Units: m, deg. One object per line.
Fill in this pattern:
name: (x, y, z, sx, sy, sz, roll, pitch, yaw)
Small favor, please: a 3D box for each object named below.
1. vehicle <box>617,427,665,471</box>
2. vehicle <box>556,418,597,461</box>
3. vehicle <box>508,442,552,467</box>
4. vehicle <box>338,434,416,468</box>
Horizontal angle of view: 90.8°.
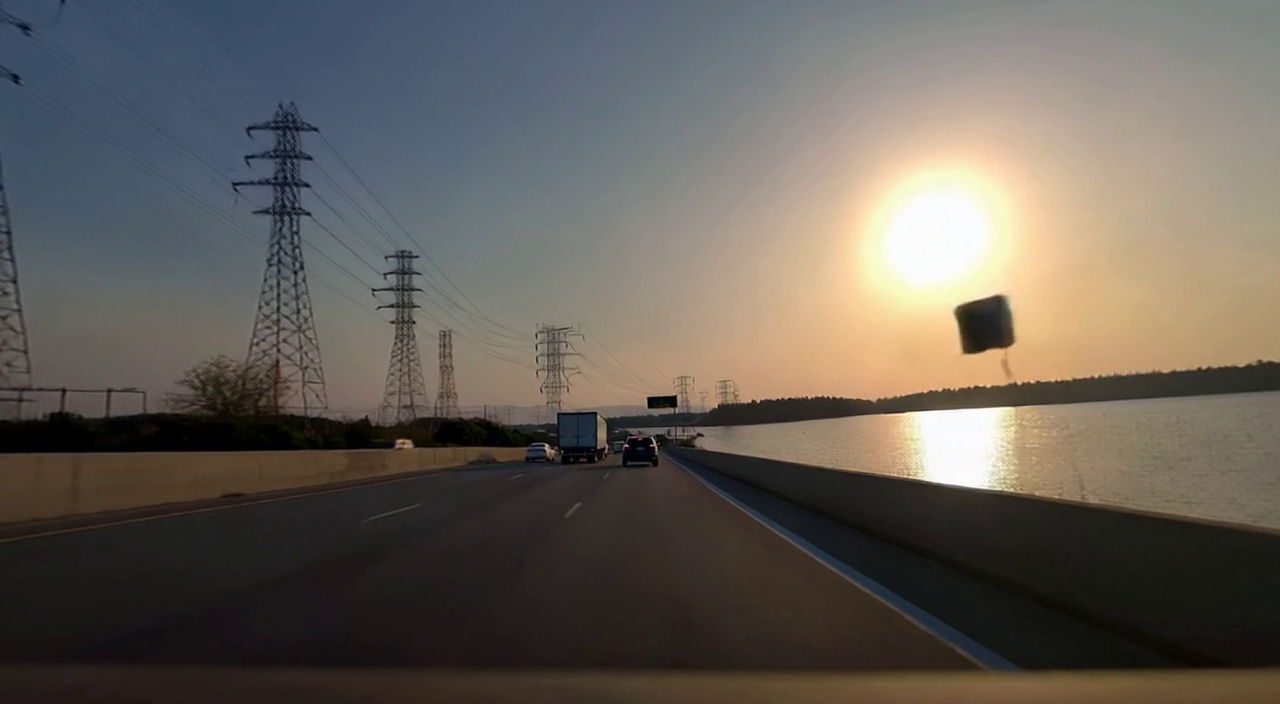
vehicle: (0.083, 5.145, 33.514, 2.358, 2.144, 4.713, 0, -8, 0)
vehicle: (-3.795, 5.265, 38.007, 2.178, 2.522, 2.054, 0, -8, 1)
vehicle: (-7.119, 6.687, 41.305, 2.004, 1.545, 4.513, 0, -8, 1)
vehicle: (-16.338, 6.192, 39.628, 2.457, 1.972, 5.755, 0, -8, 0)
